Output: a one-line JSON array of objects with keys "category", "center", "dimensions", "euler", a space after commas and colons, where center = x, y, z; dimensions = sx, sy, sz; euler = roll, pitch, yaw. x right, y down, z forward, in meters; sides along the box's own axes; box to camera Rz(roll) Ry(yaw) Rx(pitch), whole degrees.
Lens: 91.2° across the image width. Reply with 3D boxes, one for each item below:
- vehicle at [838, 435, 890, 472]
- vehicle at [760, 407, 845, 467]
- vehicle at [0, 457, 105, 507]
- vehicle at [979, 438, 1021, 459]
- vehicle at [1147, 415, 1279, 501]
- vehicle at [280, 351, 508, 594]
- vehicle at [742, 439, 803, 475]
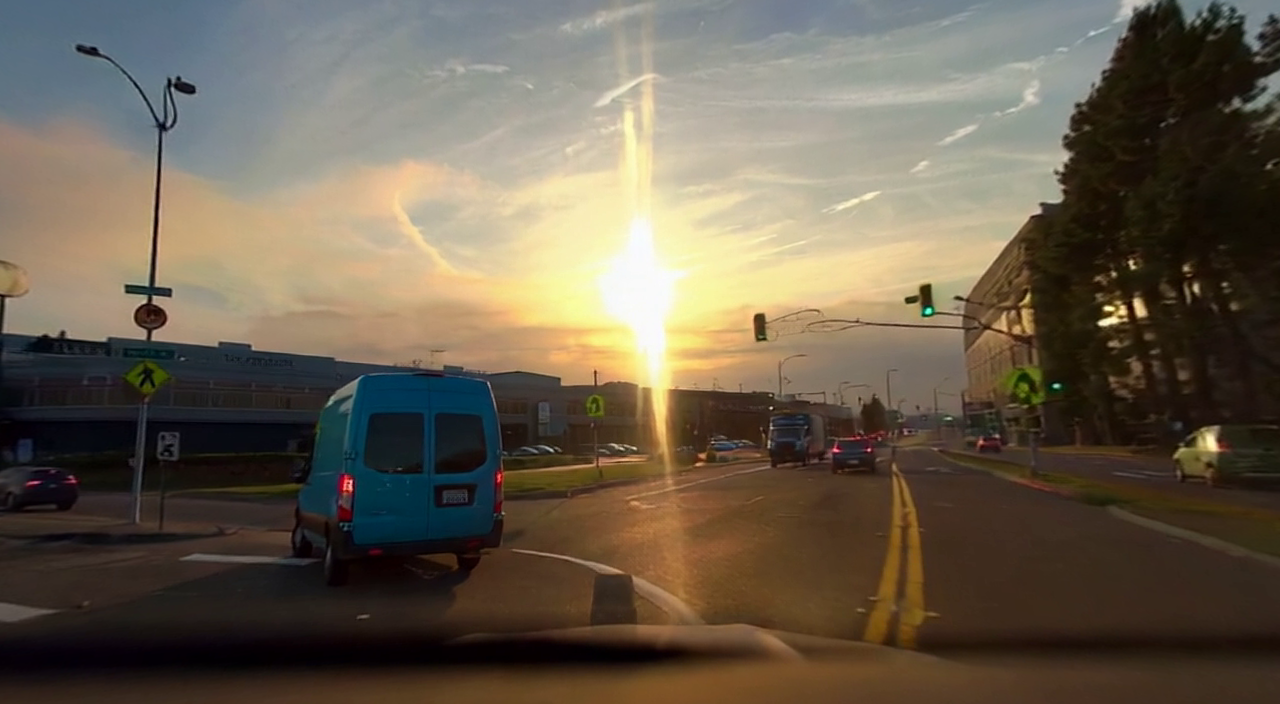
[{"category": "vehicle", "center": [10.661, 4.801, 29.663], "dimensions": [1.948, 1.613, 3.879], "euler": [-5, -10, 23]}, {"category": "vehicle", "center": [11.184, 5.818, 41.722], "dimensions": [3.158, 3.294, 13.584], "euler": [-5, -10, 23]}, {"category": "vehicle", "center": [-21.198, 4.464, 21.812], "dimensions": [4.457, 1.533, 1.933], "euler": [-4, -10, 22]}, {"category": "vehicle", "center": [27.940, 7.494, 48.752], "dimensions": [2.144, 1.473, 4.250], "euler": [-4, -9, 21]}, {"category": "vehicle", "center": [13.957, 2.401, 14.445], "dimensions": [2.158, 1.696, 4.417], "euler": [-4, -10, 21]}, {"category": "vehicle", "center": [-4.130, 1.769, 9.919], "dimensions": [2.432, 2.624, 5.670], "euler": [4, -10, -28]}, {"category": "vehicle", "center": [6.527, 5.089, 30.585], "dimensions": [2.017, 1.599, 4.436], "euler": [-5, -10, 22]}]
